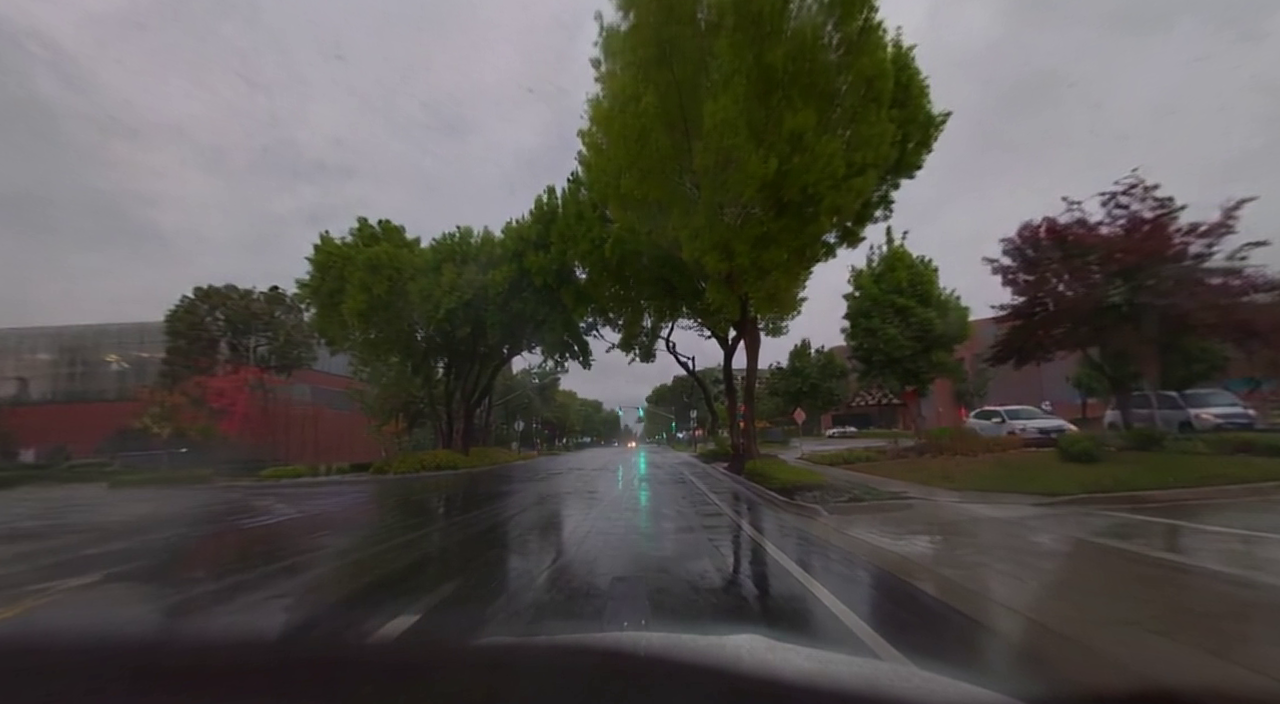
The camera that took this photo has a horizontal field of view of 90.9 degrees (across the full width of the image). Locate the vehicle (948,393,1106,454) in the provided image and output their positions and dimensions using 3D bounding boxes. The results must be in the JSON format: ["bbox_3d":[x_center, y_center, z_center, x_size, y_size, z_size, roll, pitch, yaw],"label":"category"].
[{"bbox_3d":[11.641,2.279,19.498,2.036,1.636,4.995,0,-8,5],"label":"vehicle"}]

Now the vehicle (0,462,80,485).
[{"bbox_3d":[-46.027,9.296,48.421,1.839,1.599,4.540,0,-8,-1],"label":"vehicle"}]

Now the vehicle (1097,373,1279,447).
[{"bbox_3d":[16.807,1.869,19.237,2.027,1.910,4.824,-3,-8,1],"label":"vehicle"}]

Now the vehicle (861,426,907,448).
[{"bbox_3d":[17.545,6.124,45.223,1.824,1.499,3.812,-7,-11,39],"label":"vehicle"}]
